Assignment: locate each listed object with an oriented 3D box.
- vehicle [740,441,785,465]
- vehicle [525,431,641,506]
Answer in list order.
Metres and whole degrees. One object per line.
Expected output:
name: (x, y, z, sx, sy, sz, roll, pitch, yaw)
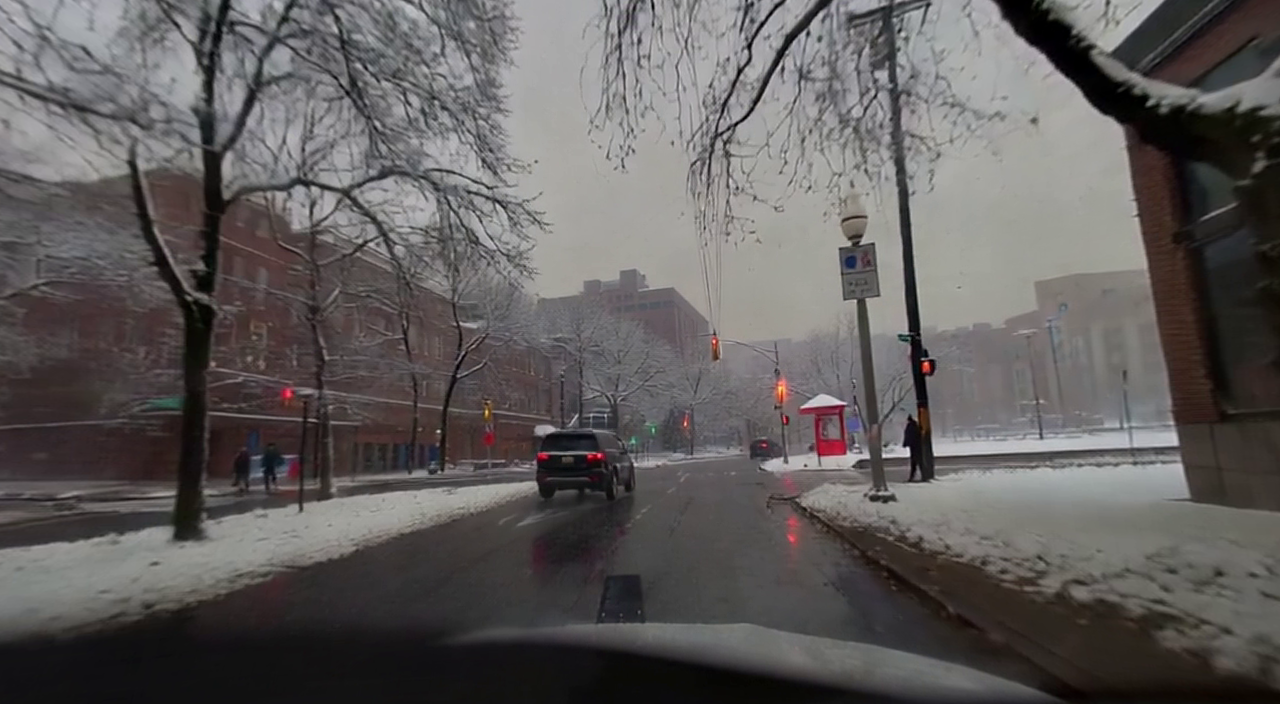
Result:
vehicle: (8.187, 6.680, 42.002, 2.006, 1.470, 4.099, -4, -9, 23)
vehicle: (-1.336, 3.049, 17.007, 2.101, 1.721, 4.364, -1, -9, 9)
